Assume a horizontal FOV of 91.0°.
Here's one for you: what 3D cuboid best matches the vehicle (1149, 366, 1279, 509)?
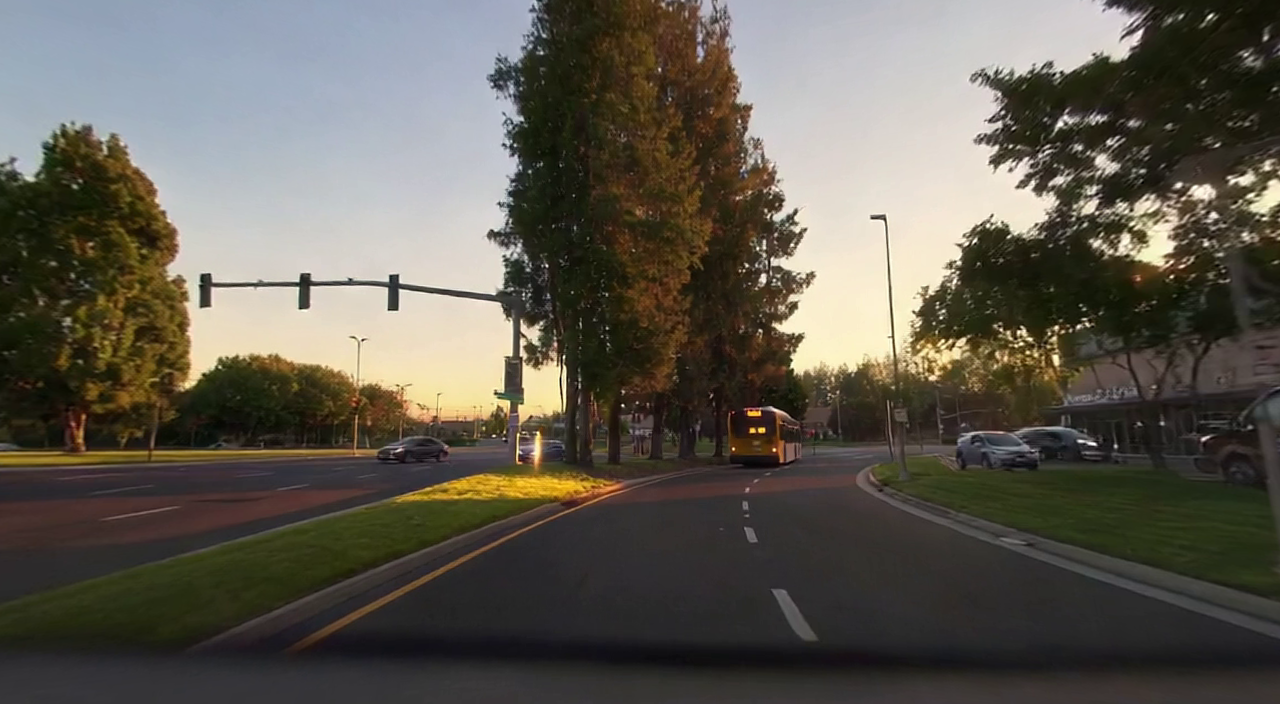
[{"bbox_3d":[14.086,1.715,12.577,2.607,2.822,7.145,-1,-9,8],"label":"vehicle"}]

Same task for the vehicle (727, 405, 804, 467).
[{"bbox_3d":[8.354,5.490,40.706,3.031,3.429,11.005,-3,-9,20],"label":"vehicle"}]

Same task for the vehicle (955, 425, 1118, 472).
[{"bbox_3d":[17.739,4.381,28.605,5.856,1.945,2.183,-3,-9,21],"label":"vehicle"}]

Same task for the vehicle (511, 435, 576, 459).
[{"bbox_3d":[-6.693,6.678,44.315,2.054,1.607,4.615,-5,-10,29],"label":"vehicle"}]

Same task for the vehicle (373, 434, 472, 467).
[{"bbox_3d":[-10.751,4.923,31.511,1.854,1.484,4.526,-5,-10,29],"label":"vehicle"}]
